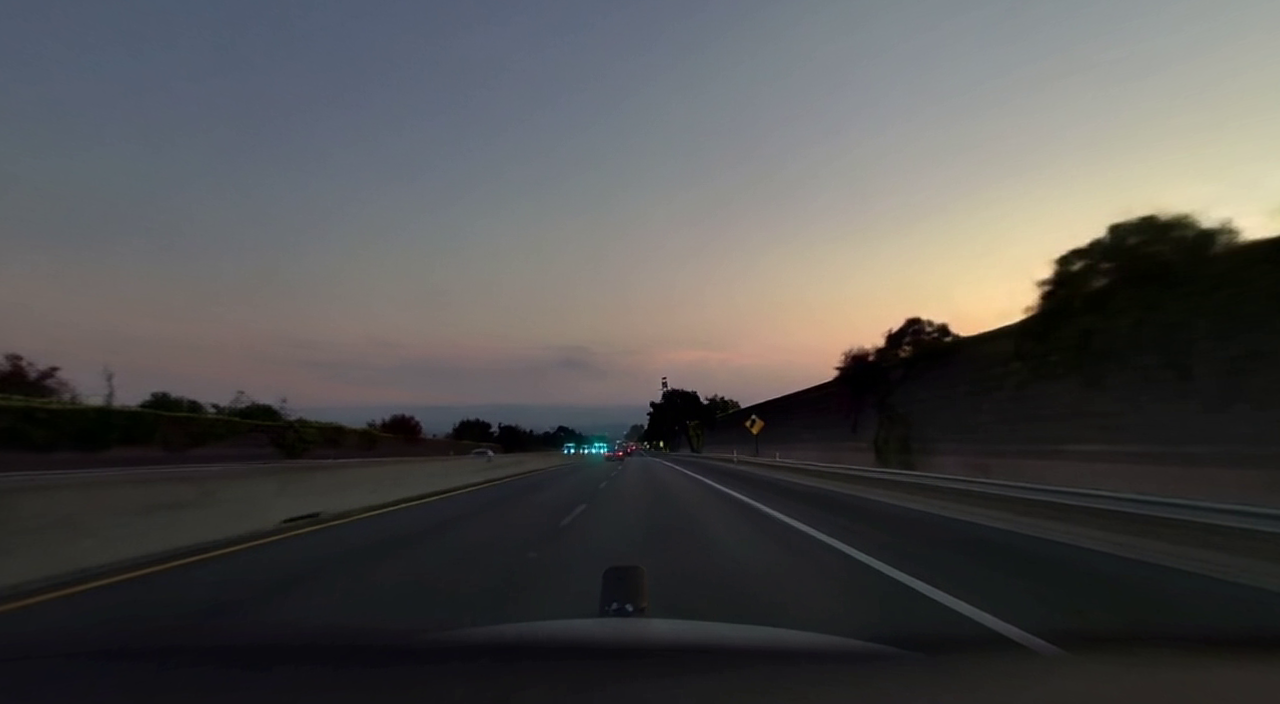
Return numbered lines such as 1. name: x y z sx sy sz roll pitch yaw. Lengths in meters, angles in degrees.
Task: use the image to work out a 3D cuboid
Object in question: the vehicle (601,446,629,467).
1. vehicle: -1.950 8.179 49.388 2.050 1.530 4.144 0 -8 0
